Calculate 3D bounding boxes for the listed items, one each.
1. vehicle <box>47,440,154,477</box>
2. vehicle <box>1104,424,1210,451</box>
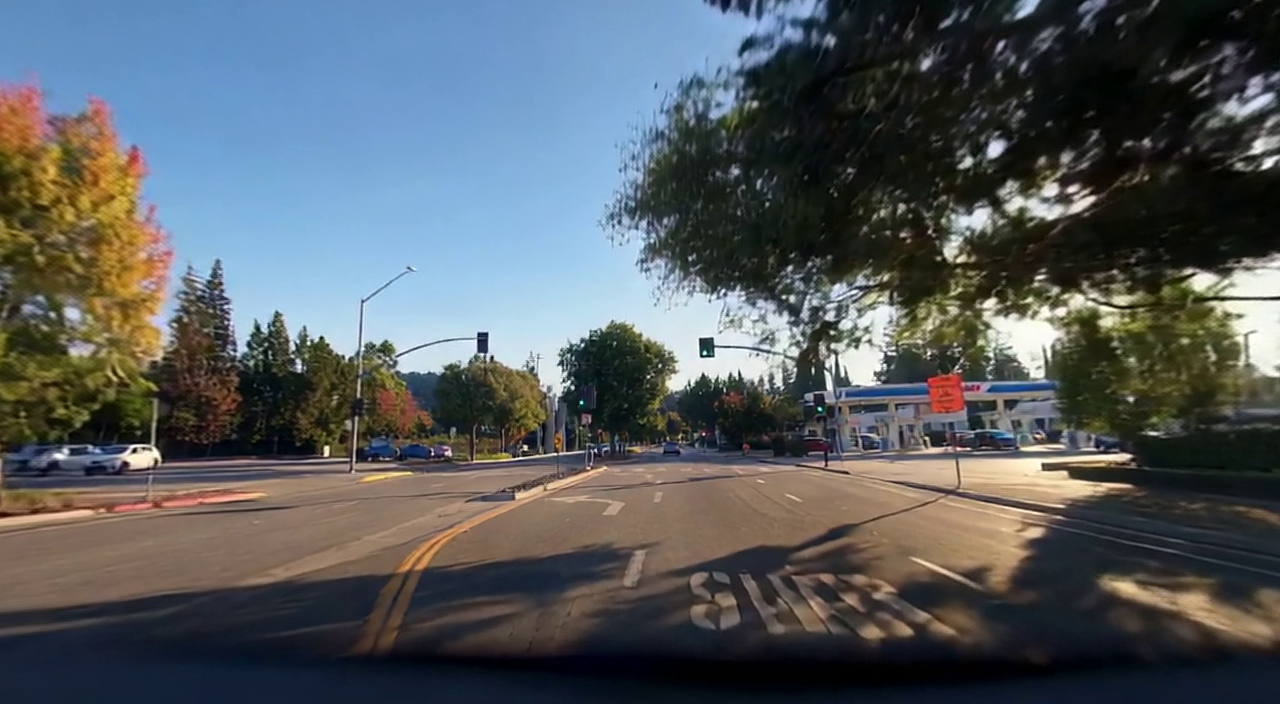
[{"bbox_3d":[-32.061,6.308,37.588,4.847,1.872,2.114,-4,-7,9],"label":"vehicle"},{"bbox_3d":[30.129,5.028,36.923,1.885,1.446,4.469,8,-12,-42],"label":"vehicle"}]
